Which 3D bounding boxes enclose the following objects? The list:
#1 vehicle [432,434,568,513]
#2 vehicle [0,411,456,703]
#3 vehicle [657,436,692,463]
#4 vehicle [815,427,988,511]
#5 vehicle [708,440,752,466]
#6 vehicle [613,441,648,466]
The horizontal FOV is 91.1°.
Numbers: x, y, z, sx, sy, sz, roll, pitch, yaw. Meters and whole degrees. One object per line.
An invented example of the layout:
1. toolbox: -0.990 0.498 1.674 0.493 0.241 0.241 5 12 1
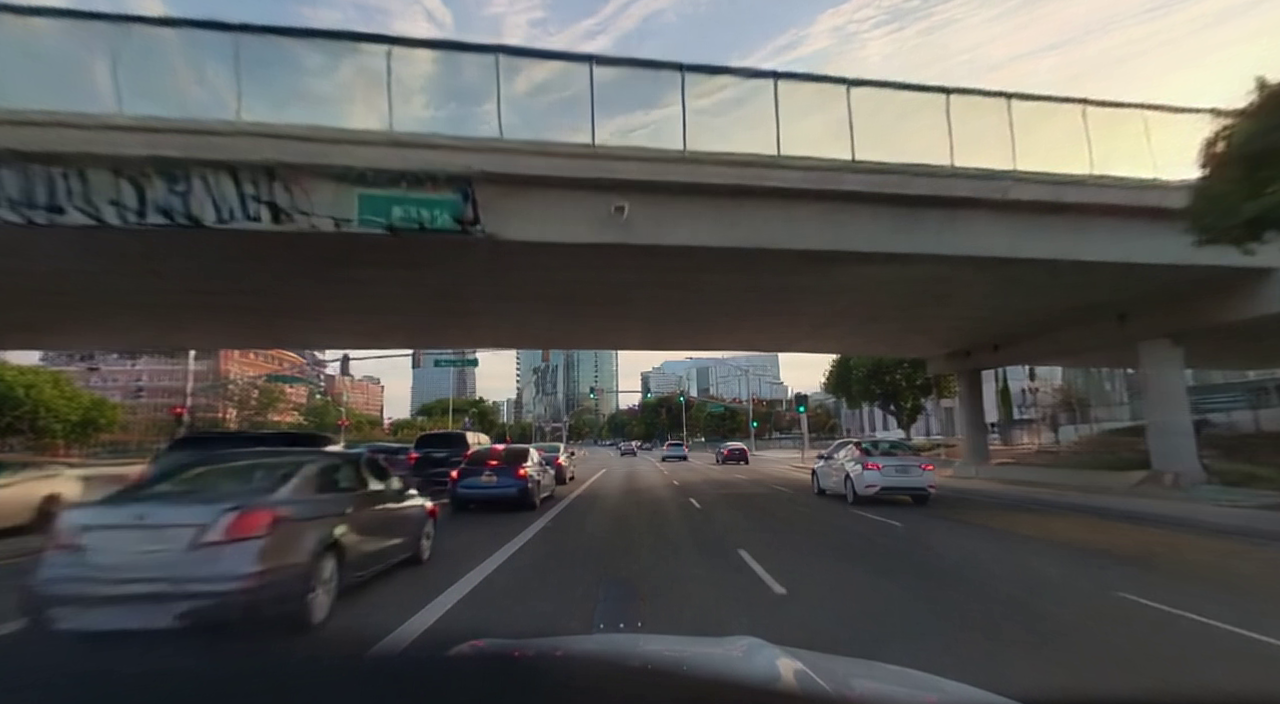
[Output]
1. vehicle: -2.927 2.649 14.200 1.980 1.491 4.351 0 -9 1
2. vehicle: -3.245 1.349 5.295 2.041 1.466 4.212 0 -9 1
3. vehicle: 2.348 6.814 43.862 2.034 1.762 4.420 0 -9 -2
4. vehicle: 5.796 2.650 14.684 2.056 1.624 4.498 0 -9 -1
5. vehicle: 5.504 6.247 38.966 1.924 1.527 4.268 0 -9 -2
6. vehicle: -0.612 6.243 38.807 2.026 1.453 3.780 0 -9 -2
